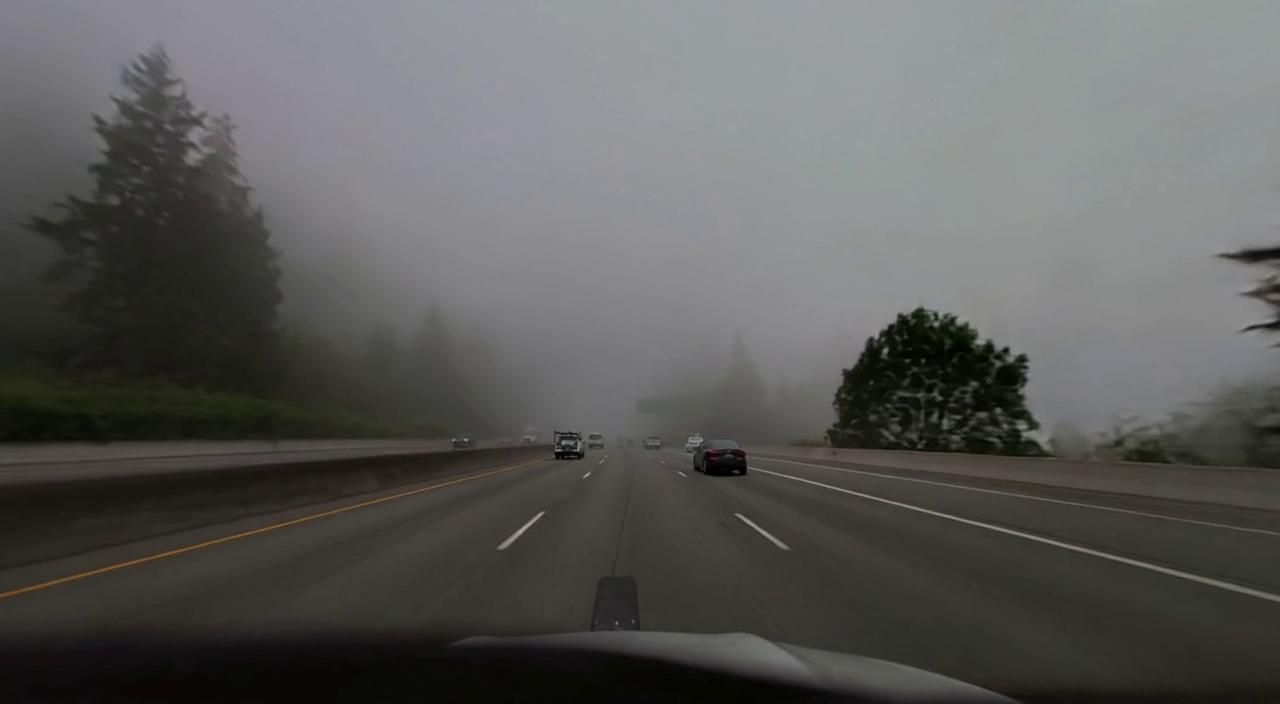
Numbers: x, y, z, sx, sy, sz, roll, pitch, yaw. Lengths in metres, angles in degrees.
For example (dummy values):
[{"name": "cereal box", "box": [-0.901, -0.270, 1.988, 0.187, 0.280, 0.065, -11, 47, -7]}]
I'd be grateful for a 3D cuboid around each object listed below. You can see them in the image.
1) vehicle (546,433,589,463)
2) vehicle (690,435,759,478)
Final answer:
[{"name": "vehicle", "box": [-4.184, 5.583, 37.068, 2.011, 1.614, 4.808, 0, -8, -1]}, {"name": "vehicle", "box": [3.131, 3.936, 24.166, 1.990, 1.480, 3.865, 0, -8, -2]}]
